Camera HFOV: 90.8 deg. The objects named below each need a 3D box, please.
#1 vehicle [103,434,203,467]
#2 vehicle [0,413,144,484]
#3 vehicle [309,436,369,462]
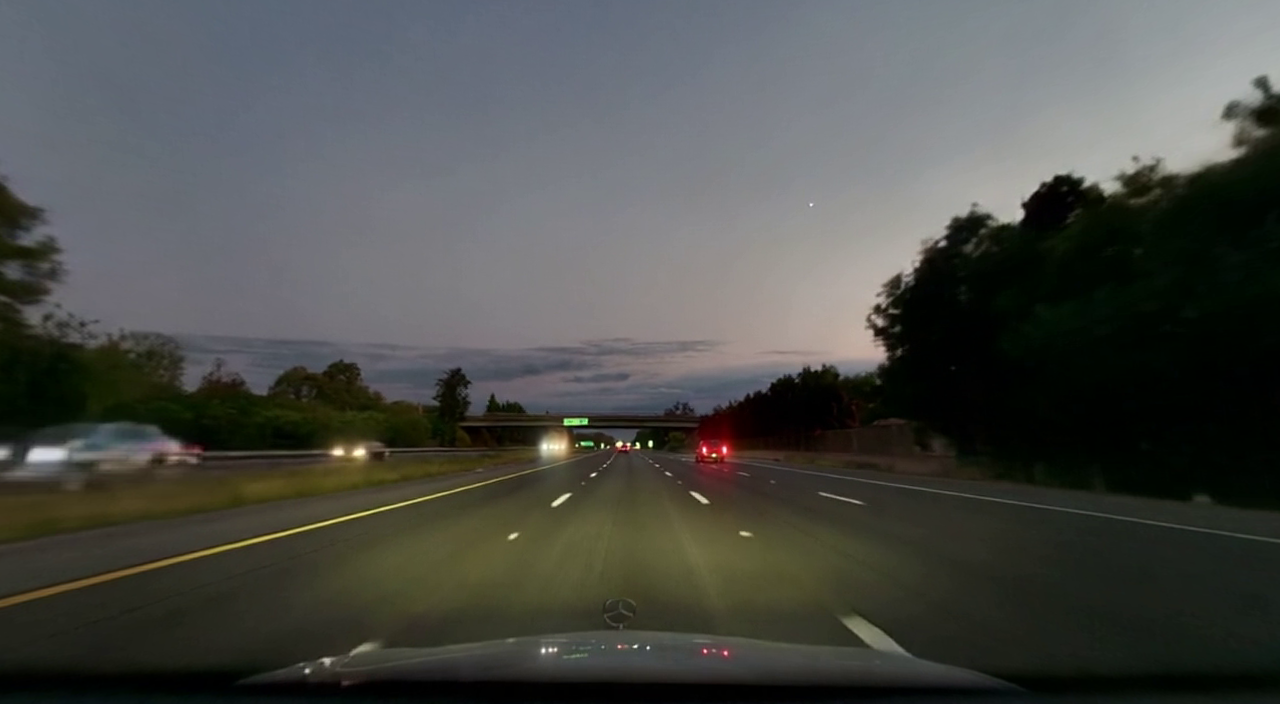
[{"bbox_3d":[-27.495,5.576,35.913,2.001,1.697,4.646,0,-9,-1],"label":"vehicle"},{"bbox_3d":[-15.648,2.499,16.320,1.945,1.614,4.597,0,-9,-1],"label":"vehicle"},{"bbox_3d":[-19.412,6.288,40.994,1.787,1.546,4.284,0,-8,0],"label":"vehicle"}]
